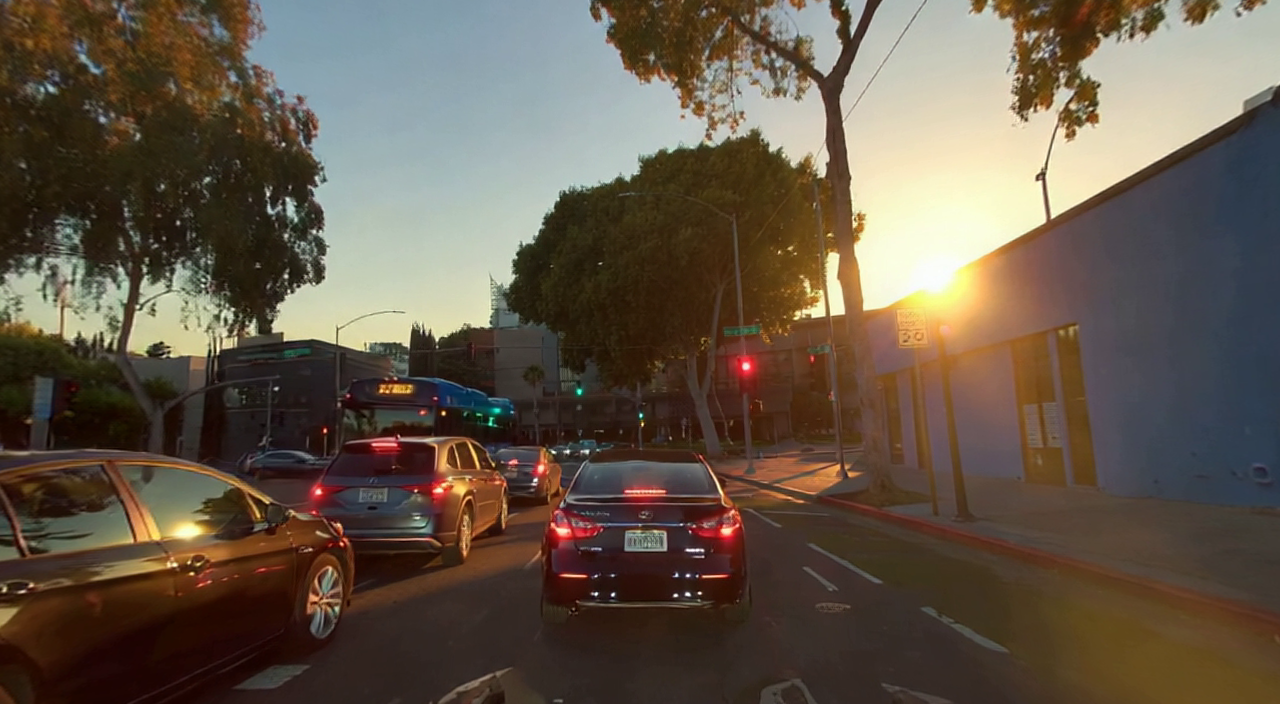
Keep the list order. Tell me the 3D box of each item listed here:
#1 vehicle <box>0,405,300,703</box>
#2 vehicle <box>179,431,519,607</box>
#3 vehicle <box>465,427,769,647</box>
[{"bbox_3d":[-3.176,0.868,1.728,1.867,1.486,4.452,0,-8,2],"label":"vehicle"},{"bbox_3d":[-2.917,1.749,7.645,1.944,1.481,4.385,0,-8,1],"label":"vehicle"},{"bbox_3d":[-0.144,1.523,6.178,2.031,1.461,3.763,0,-8,0],"label":"vehicle"}]
